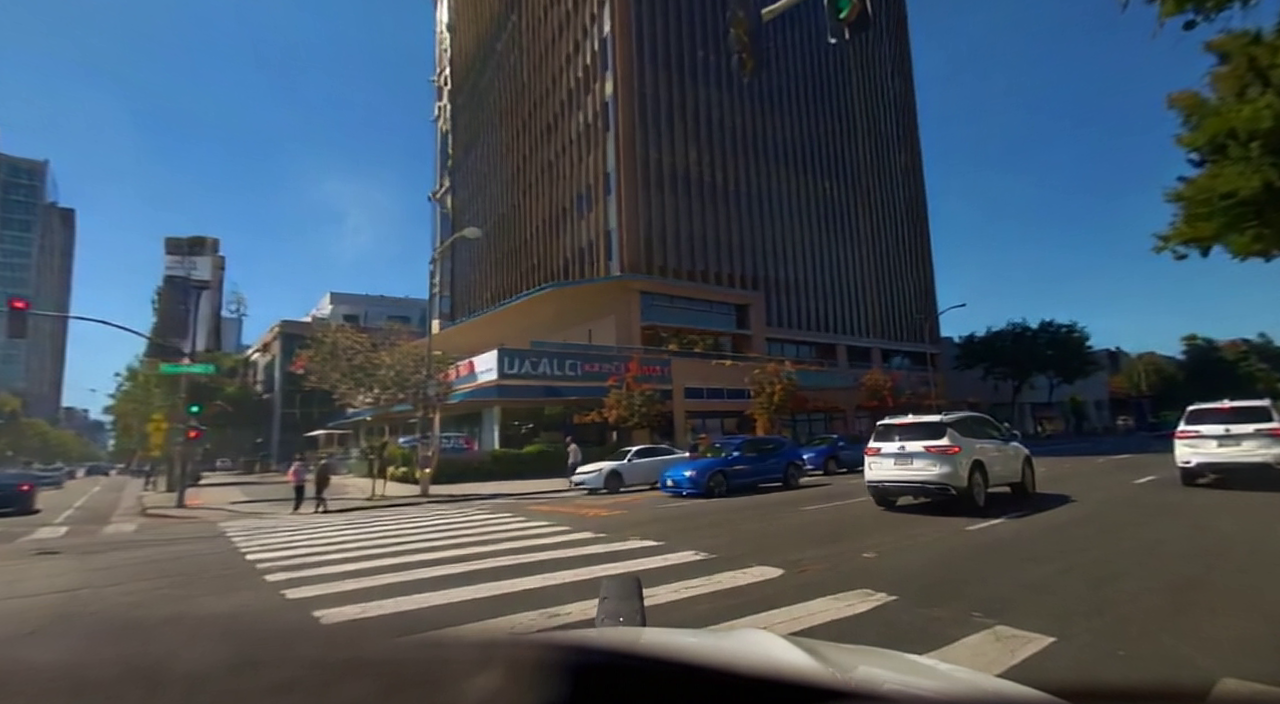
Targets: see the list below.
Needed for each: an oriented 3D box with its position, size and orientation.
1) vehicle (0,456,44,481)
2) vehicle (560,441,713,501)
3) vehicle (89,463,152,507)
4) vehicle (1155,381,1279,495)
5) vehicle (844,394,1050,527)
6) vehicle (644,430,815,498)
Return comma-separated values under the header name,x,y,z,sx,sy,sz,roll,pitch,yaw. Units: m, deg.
name,x,y,z,sx,sy,sz,roll,pitch,yaw
vehicle,-41.369,7.677,41.916,2.097,1.508,4.202,7,-11,-37
vehicle,-0.034,3.376,18.165,4.021,1.508,1.989,8,-12,-39
vehicle,-22.537,5.723,27.455,1.920,1.605,4.091,3,-10,-39
vehicle,12.639,1.742,12.839,4.796,1.953,2.352,6,-11,-40
vehicle,5.203,1.754,10.433,2.023,1.702,4.152,-7,-12,39
vehicle,2.413,2.880,16.456,4.504,1.507,1.857,8,-12,-40
